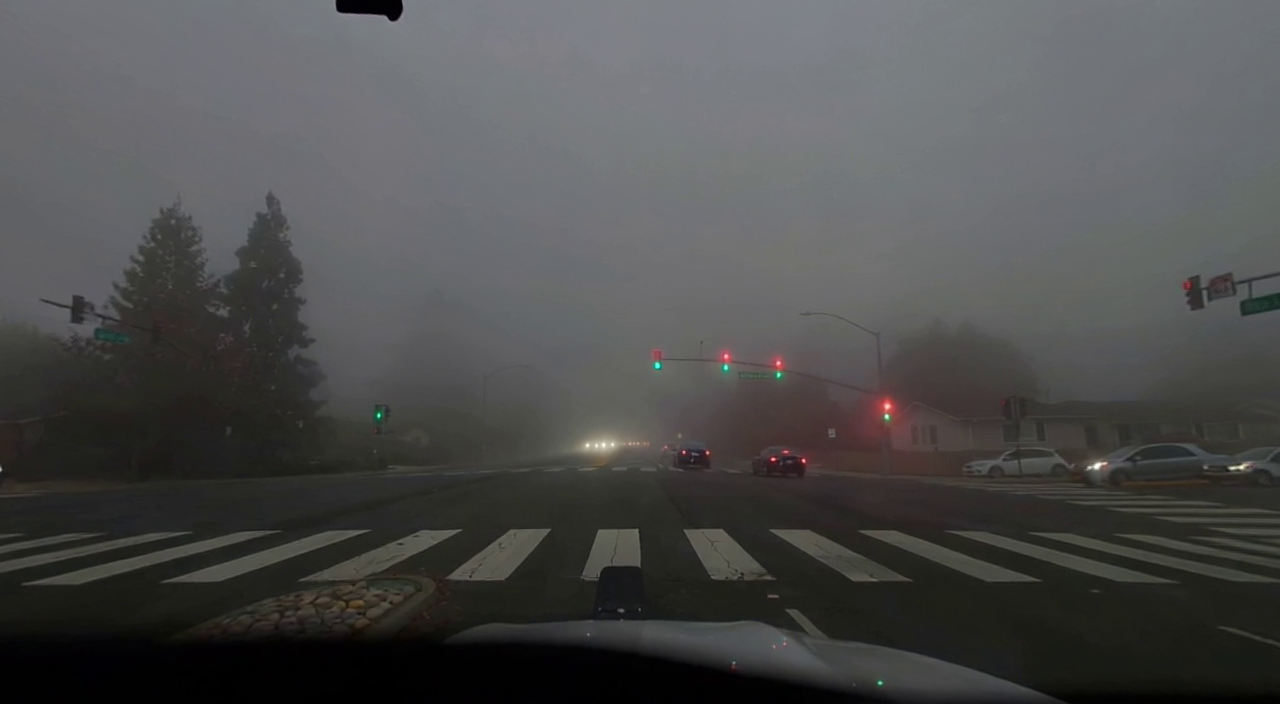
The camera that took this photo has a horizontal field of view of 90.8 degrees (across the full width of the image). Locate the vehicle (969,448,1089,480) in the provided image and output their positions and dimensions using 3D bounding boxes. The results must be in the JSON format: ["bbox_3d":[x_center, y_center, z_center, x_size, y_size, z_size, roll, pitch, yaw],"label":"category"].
[{"bbox_3d":[19.754,5.696,32.222,4.874,1.544,1.779,0,-9,1],"label":"vehicle"}]

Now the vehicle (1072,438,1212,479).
[{"bbox_3d":[23.517,4.989,29.740,4.807,1.835,2.033,0,-9,-1],"label":"vehicle"}]

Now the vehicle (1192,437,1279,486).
[{"bbox_3d":[23.646,4.040,23.461,4.417,1.725,1.969,0,-9,-1],"label":"vehicle"}]

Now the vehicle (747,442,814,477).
[{"bbox_3d":[6.290,4.870,28.867,1.908,1.450,4.564,0,-9,-1],"label":"vehicle"}]

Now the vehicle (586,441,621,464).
[{"bbox_3d":[-2.374,6.715,42.286,2.045,1.484,3.991,0,-9,0],"label":"vehicle"}]

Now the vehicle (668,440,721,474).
[{"bbox_3d":[2.554,5.060,30.671,2.079,1.473,4.748,0,-9,-1],"label":"vehicle"}]
